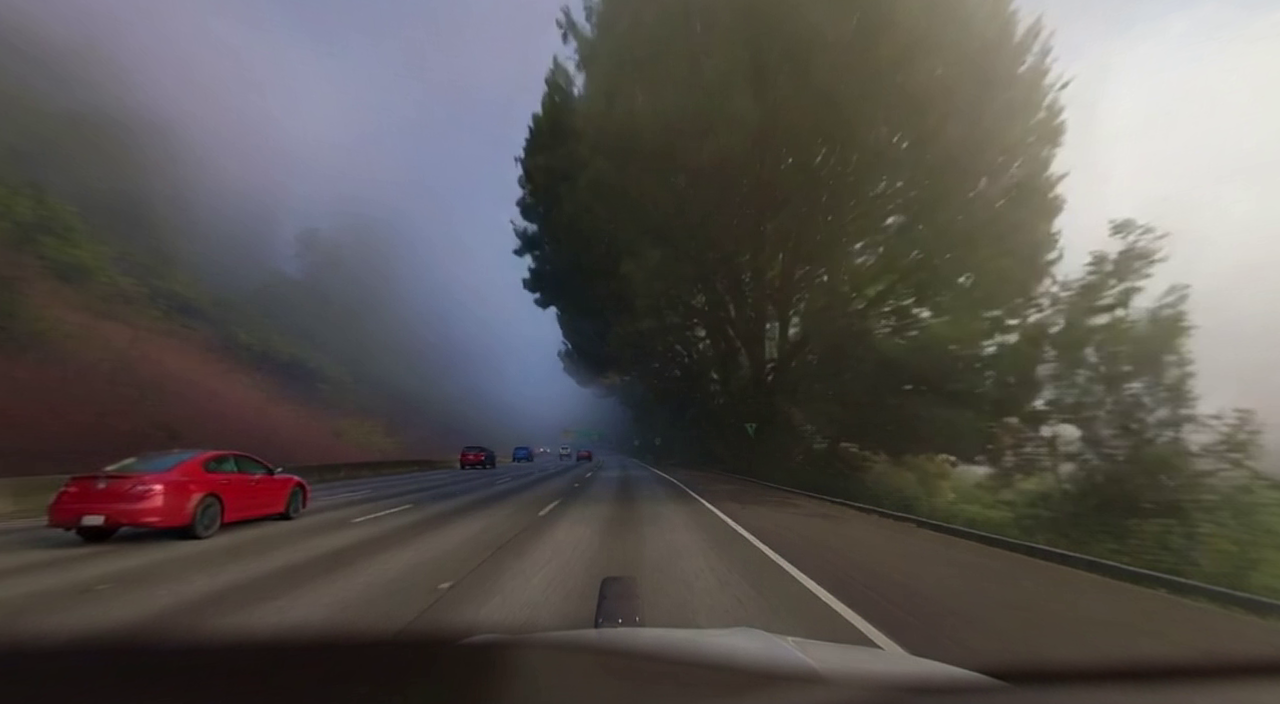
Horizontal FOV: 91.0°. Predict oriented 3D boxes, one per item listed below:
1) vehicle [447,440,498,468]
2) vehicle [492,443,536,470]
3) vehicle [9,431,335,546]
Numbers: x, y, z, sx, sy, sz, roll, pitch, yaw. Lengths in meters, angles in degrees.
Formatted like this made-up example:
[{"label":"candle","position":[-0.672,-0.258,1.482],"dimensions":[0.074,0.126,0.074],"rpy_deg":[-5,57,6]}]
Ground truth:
[{"label":"vehicle","position":[-12.406,7.591,47.121],"dimensions":[2.425,1.926,5.584],"rpy_deg":[0,-9,-2]},{"label":"vehicle","position":[-8.060,6.711,40.593],"dimensions":[2.060,1.680,4.255],"rpy_deg":[0,-9,-2]},{"label":"vehicle","position":[-7.740,2.285,11.287],"dimensions":[2.133,1.586,4.869],"rpy_deg":[0,-9,-1]}]
